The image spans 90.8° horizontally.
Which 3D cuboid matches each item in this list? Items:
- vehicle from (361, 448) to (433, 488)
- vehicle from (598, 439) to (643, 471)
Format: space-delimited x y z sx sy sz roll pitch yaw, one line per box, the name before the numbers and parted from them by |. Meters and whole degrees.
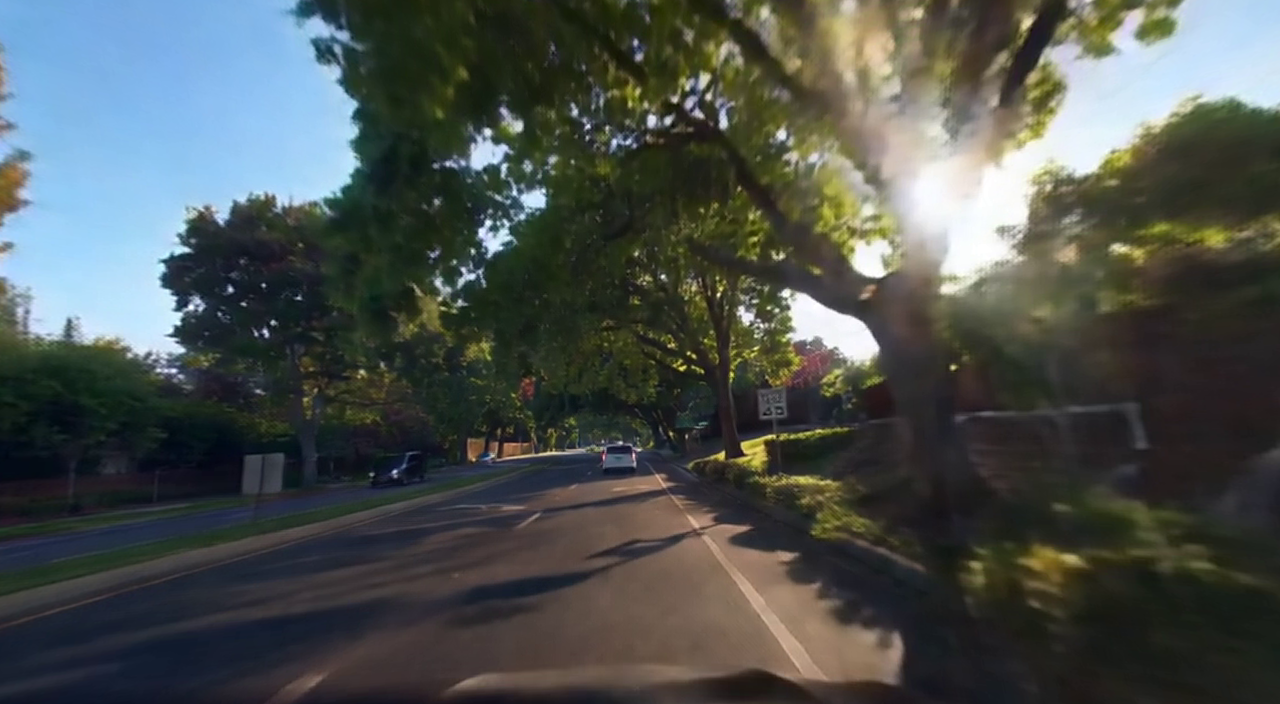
vehicle | -12.274 5.843 32.213 1.954 1.680 4.530 -4 -8 -2
vehicle | -0.951 5.193 32.017 2.111 1.466 4.223 -1 -8 -1
